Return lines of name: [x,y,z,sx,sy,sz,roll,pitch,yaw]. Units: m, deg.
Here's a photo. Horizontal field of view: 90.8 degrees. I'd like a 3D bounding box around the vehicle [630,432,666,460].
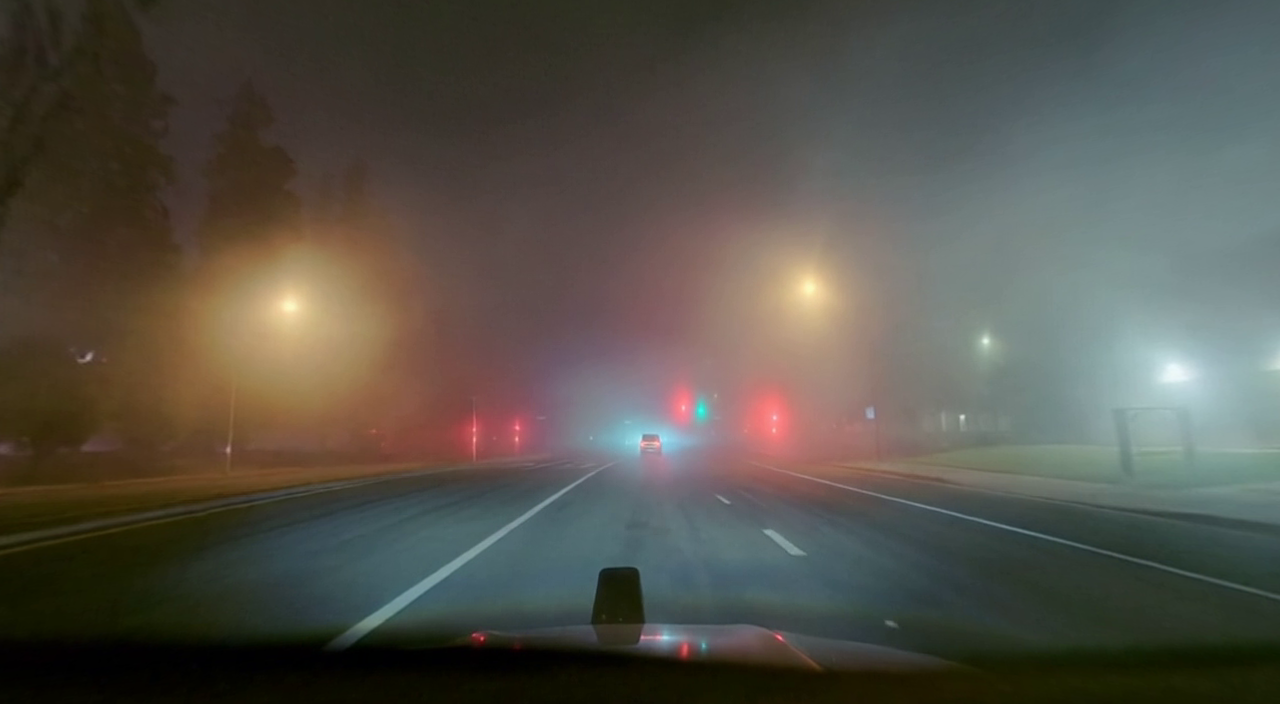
vehicle: [0.560,5.708,38.457,2.037,1.568,3.693,-1,-8,3]
